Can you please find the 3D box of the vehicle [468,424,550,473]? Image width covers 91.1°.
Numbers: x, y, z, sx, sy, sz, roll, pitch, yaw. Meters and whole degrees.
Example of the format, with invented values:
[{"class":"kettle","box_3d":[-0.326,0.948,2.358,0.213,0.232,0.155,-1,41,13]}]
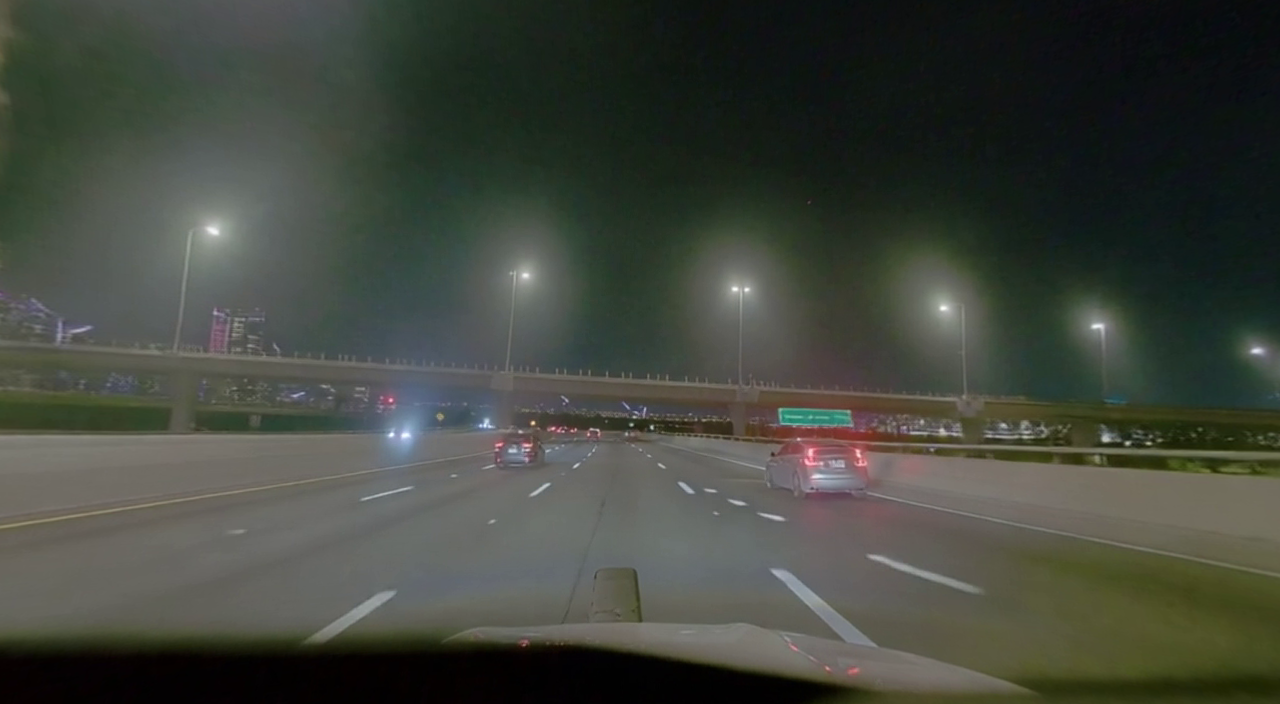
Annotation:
[{"class":"vehicle","box_3d":[-4.773,3.594,23.729,2.123,1.601,4.887,0,-8,-1]}]
